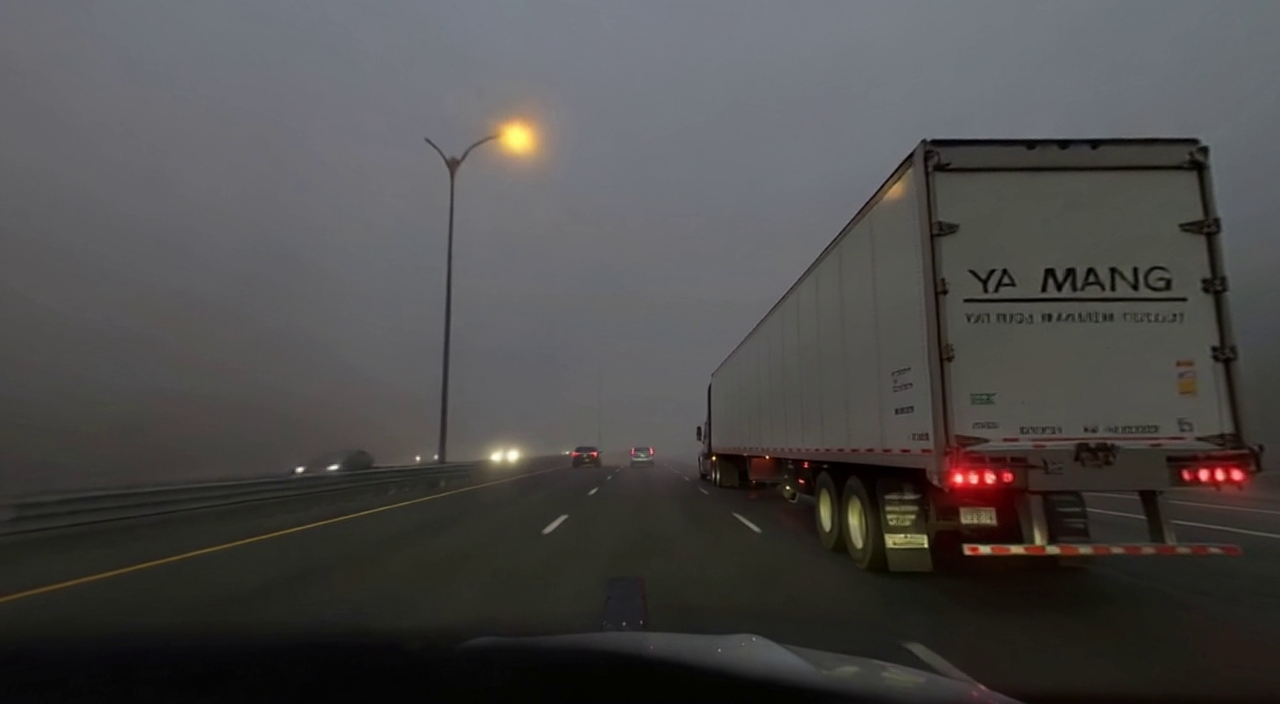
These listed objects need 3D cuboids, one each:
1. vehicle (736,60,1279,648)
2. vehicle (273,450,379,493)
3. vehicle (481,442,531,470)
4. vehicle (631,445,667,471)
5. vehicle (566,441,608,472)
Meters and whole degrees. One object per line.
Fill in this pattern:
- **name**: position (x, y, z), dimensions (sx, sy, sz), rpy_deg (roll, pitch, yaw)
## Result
- **vehicle**: position (3.968, 0.814, 10.549), dimensions (2.821, 4.077, 12.562), rpy_deg (0, -9, 0)
- **vehicle**: position (-12.192, 4.620, 24.859), dimensions (1.839, 1.503, 4.410), rpy_deg (0, -9, 1)
- **vehicle**: position (-8.629, 6.734, 41.066), dimensions (2.076, 1.678, 5.116), rpy_deg (0, -9, 1)
- **vehicle**: position (0.535, 6.534, 39.030), dimensions (2.063, 1.469, 4.208), rpy_deg (0, -9, 0)
- **vehicle**: position (-3.088, 6.196, 37.531), dimensions (2.058, 1.711, 4.226), rpy_deg (0, -9, 1)
